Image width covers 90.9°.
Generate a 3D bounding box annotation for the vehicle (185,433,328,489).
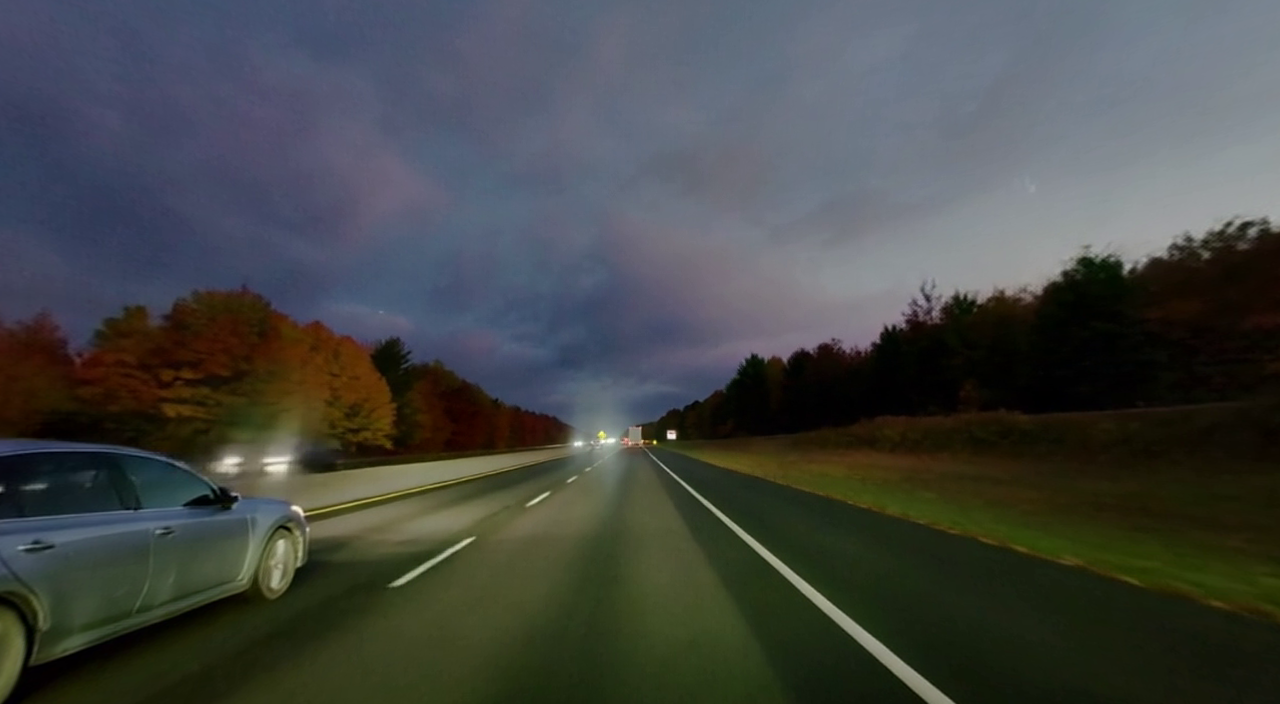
[{"bbox_3d":[-12.142,3.467,20.370,1.933,1.588,4.305,0,-8,-1],"label":"vehicle"}]
